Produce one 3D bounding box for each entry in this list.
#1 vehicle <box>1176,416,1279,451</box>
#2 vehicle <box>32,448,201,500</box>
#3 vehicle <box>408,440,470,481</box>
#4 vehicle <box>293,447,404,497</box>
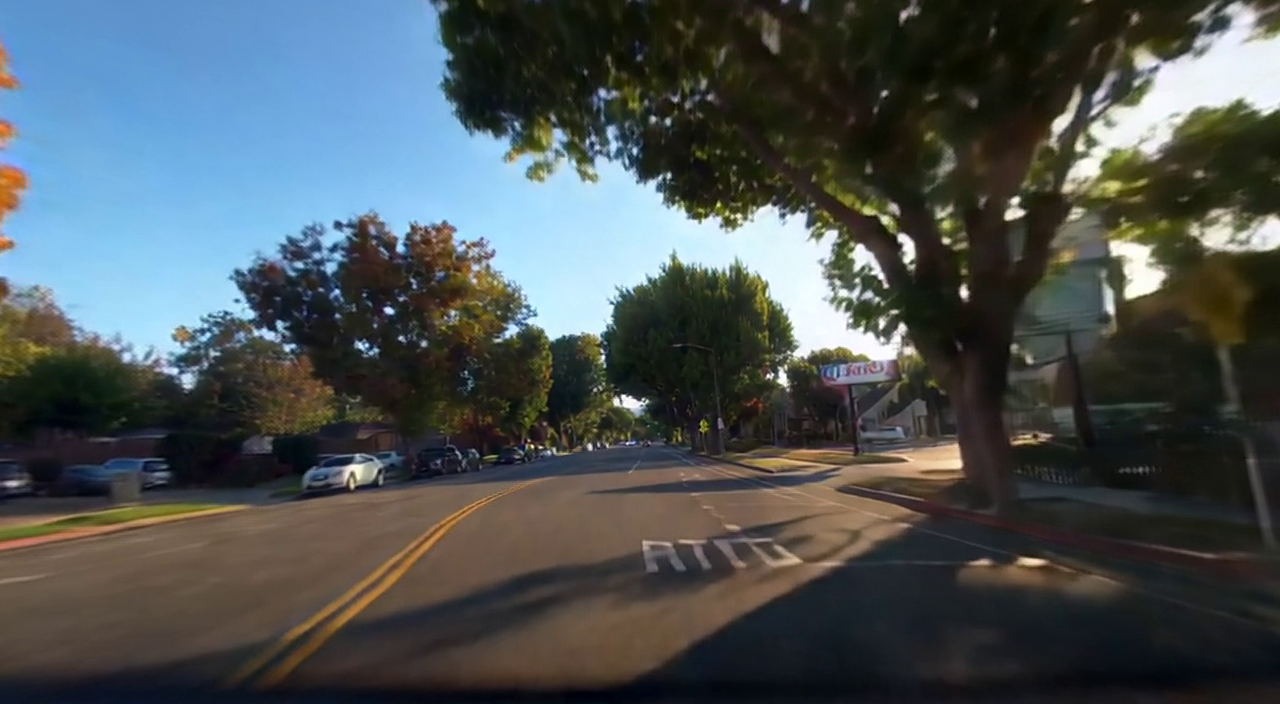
[{"bbox_3d":[30.729,4.180,32.067,1.960,1.670,4.863,4,-9,-25],"label":"vehicle"},{"bbox_3d":[-21.398,4.941,26.139,2.079,1.877,4.862,-4,-9,21],"label":"vehicle"},{"bbox_3d":[-11.097,5.975,35.144,2.015,1.884,4.488,-6,-8,-2],"label":"vehicle"},{"bbox_3d":[-11.163,4.591,24.632,1.950,1.720,4.868,-1,-9,1],"label":"vehicle"}]
